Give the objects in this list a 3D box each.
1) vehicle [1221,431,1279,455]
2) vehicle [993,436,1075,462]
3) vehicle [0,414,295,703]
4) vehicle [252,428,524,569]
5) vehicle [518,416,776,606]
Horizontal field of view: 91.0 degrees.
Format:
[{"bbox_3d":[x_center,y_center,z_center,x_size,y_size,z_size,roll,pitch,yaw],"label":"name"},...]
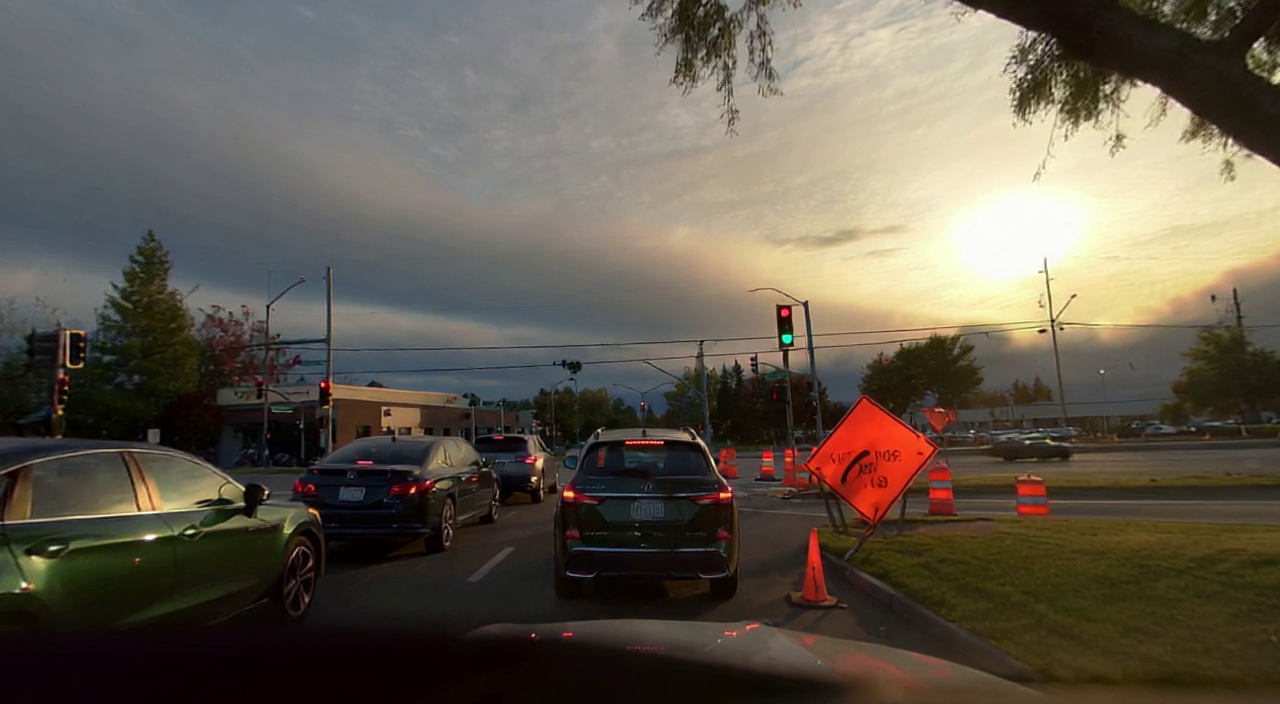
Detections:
[{"bbox_3d":[41.135,5.932,40.883,4.807,1.504,1.837,0,-9,1],"label":"vehicle"},{"bbox_3d":[25.523,6.285,40.833,4.051,1.583,1.794,0,-9,1],"label":"vehicle"},{"bbox_3d":[-3.592,0.943,2.159,2.064,1.497,4.722,0,-9,1],"label":"vehicle"},{"bbox_3d":[-3.273,2.000,9.450,1.989,1.541,4.626,0,-9,2],"label":"vehicle"},{"bbox_3d":[0.102,1.622,7.219,2.167,1.560,3.676,0,-9,1],"label":"vehicle"}]
